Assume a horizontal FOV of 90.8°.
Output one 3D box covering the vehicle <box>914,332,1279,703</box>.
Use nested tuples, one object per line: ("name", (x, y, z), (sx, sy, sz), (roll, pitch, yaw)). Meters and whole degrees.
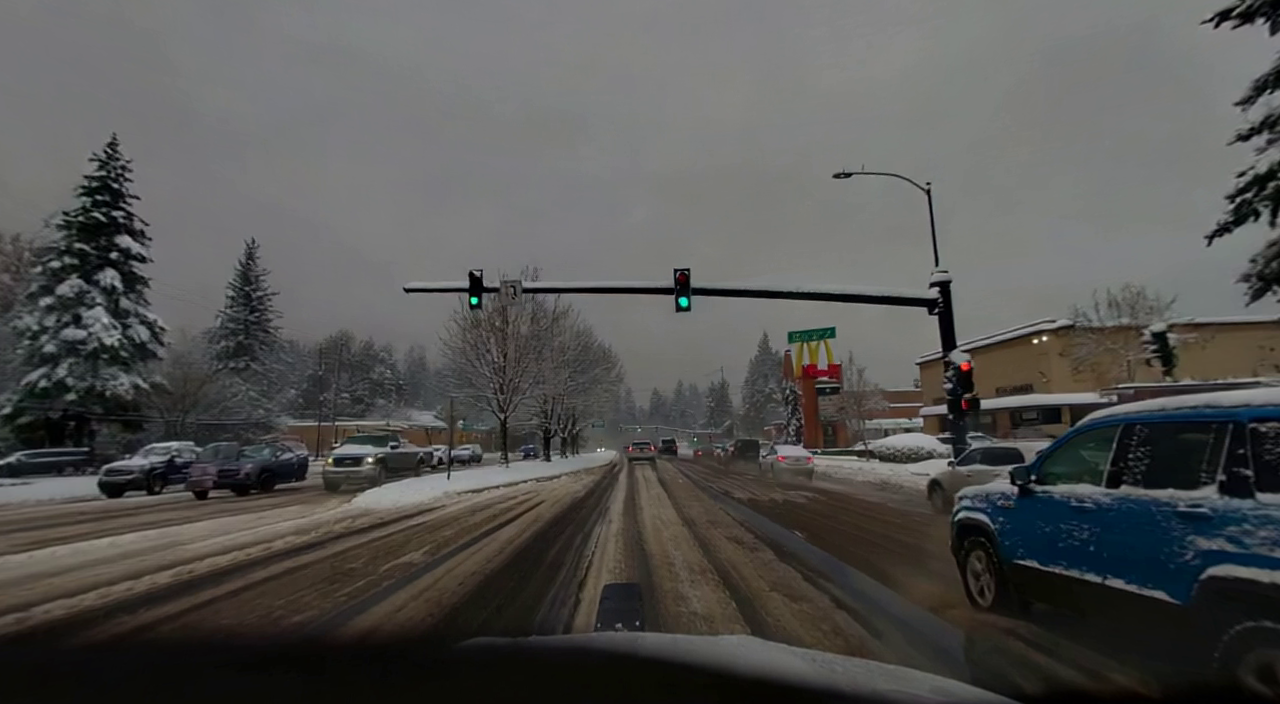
("vehicle", (3.432, 0.915, 3.201), (2.076, 1.716, 4.416), (0, -8, 0))

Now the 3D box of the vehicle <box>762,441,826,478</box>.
("vehicle", (6.885, 4.834, 28.656), (1.879, 1.517, 4.006), (0, -8, 0))

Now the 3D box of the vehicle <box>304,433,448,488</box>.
("vehicle", (-10.528, 4.398, 26.185), (2.909, 1.956, 6.908), (0, -8, 1))

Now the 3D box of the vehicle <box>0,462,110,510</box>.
("vehicle", (-21.877, 4.705, 22.438), (1.849, 1.442, 4.866), (0, -8, 0))

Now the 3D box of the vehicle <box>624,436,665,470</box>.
("vehicle", (0.213, 6.295, 39.500), (2.402, 1.938, 4.535), (0, -8, -1))

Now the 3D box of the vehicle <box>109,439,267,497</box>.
("vehicle", (-17.805, 4.561, 25.388), (2.152, 2.010, 5.676), (0, -8, -1))

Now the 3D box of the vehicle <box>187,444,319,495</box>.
("vehicle", (-14.085, 4.258, 23.385), (2.015, 1.679, 4.535), (0, -8, -1))
